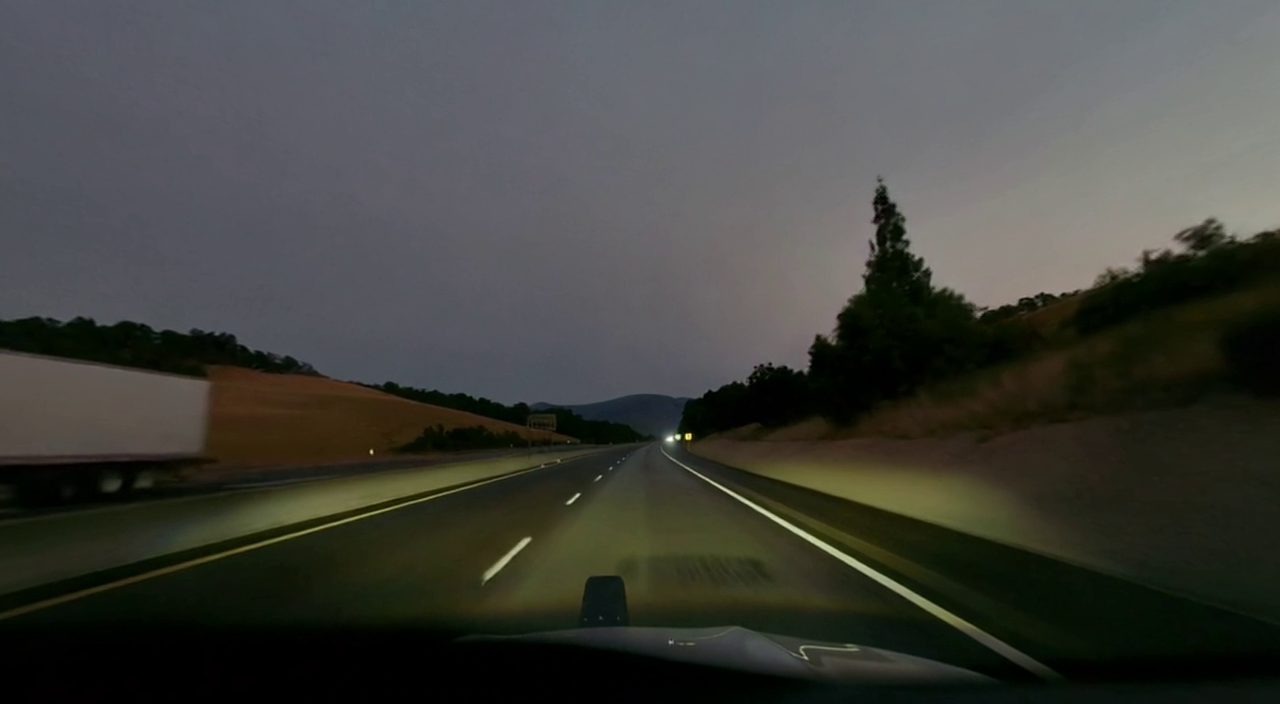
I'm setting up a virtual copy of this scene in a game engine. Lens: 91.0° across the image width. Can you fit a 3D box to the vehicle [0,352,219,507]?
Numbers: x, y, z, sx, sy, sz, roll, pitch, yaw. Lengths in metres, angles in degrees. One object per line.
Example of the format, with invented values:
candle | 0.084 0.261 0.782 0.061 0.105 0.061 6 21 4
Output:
vehicle | -17.767 2.557 20.087 2.813 3.963 8.093 -1 -8 1
